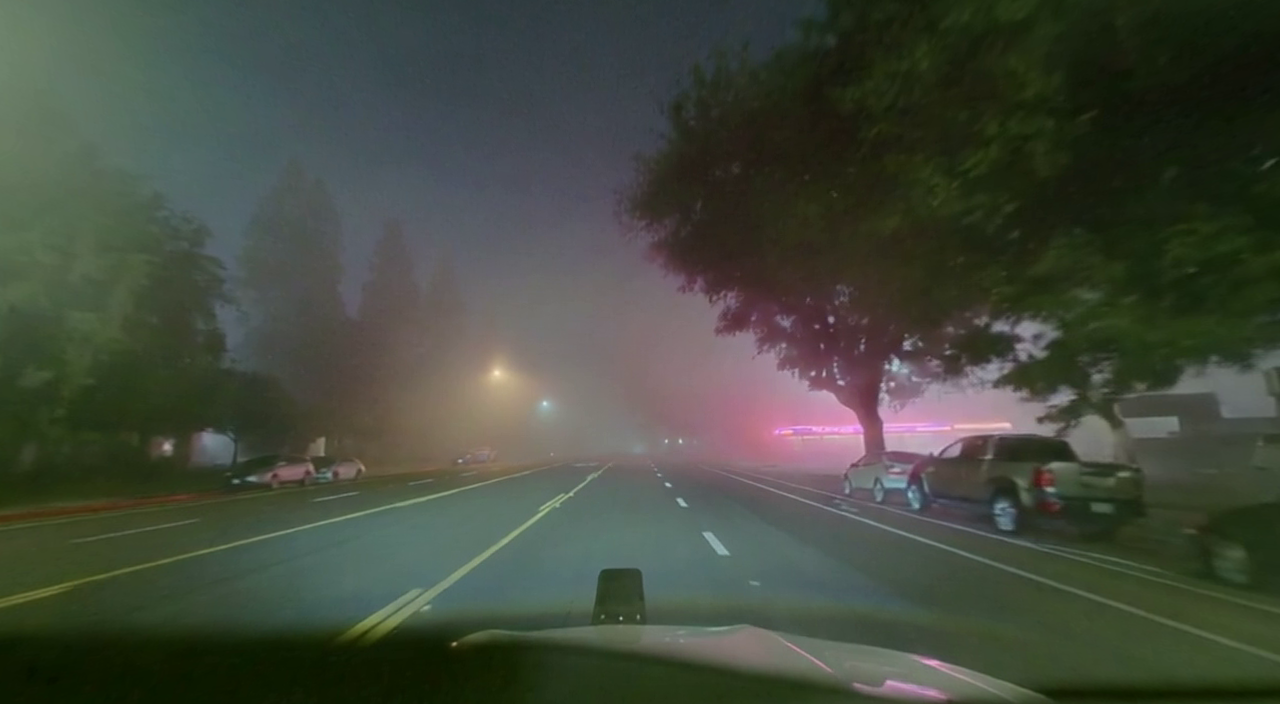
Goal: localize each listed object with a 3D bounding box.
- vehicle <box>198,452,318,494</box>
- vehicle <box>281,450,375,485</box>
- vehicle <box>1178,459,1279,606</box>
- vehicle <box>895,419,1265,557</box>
[{"bbox_3d":[-14.852,4.705,24.913,1.836,1.473,4.413,0,-9,2],"label":"vehicle"},{"bbox_3d":[-14.782,5.476,30.290,2.124,1.501,4.807,0,-9,-1],"label":"vehicle"},{"bbox_3d":[7.314,1.615,5.041,1.845,1.428,4.668,0,-9,-2],"label":"vehicle"},{"bbox_3d":[7.372,2.360,11.891,2.610,1.915,6.019,0,-9,0],"label":"vehicle"}]
